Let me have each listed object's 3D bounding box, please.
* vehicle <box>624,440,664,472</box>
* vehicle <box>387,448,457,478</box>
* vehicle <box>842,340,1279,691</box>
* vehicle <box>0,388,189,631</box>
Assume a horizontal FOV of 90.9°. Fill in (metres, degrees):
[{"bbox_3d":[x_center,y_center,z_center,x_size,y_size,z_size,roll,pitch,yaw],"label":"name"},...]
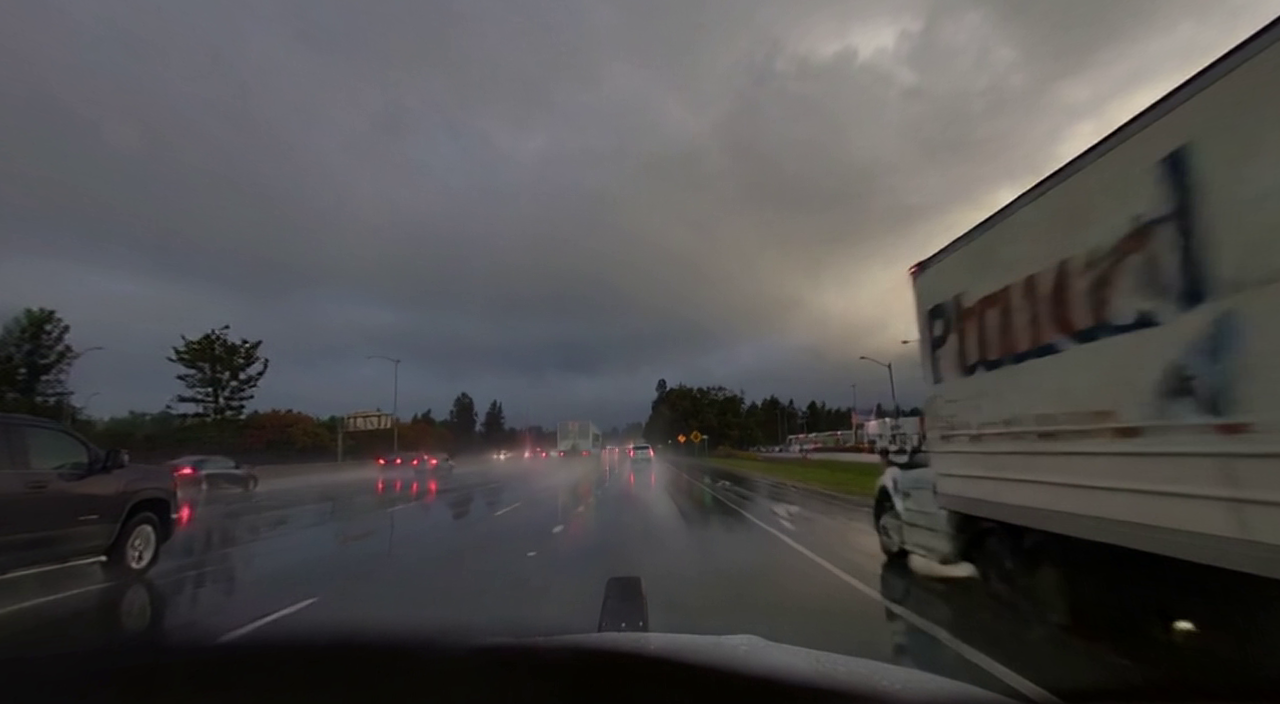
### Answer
[{"bbox_3d":[0.239,6.109,37.260,2.227,1.794,4.646,0,-9,1],"label":"vehicle"},{"bbox_3d":[-11.806,6.018,34.523,1.928,1.480,4.823,-1,-9,2],"label":"vehicle"},{"bbox_3d":[4.505,1.392,6.852,2.574,2.046,6.219,0,-8,0],"label":"vehicle"},{"bbox_3d":[-5.908,1.113,4.262,2.200,1.793,4.586,-1,-9,2],"label":"vehicle"}]
